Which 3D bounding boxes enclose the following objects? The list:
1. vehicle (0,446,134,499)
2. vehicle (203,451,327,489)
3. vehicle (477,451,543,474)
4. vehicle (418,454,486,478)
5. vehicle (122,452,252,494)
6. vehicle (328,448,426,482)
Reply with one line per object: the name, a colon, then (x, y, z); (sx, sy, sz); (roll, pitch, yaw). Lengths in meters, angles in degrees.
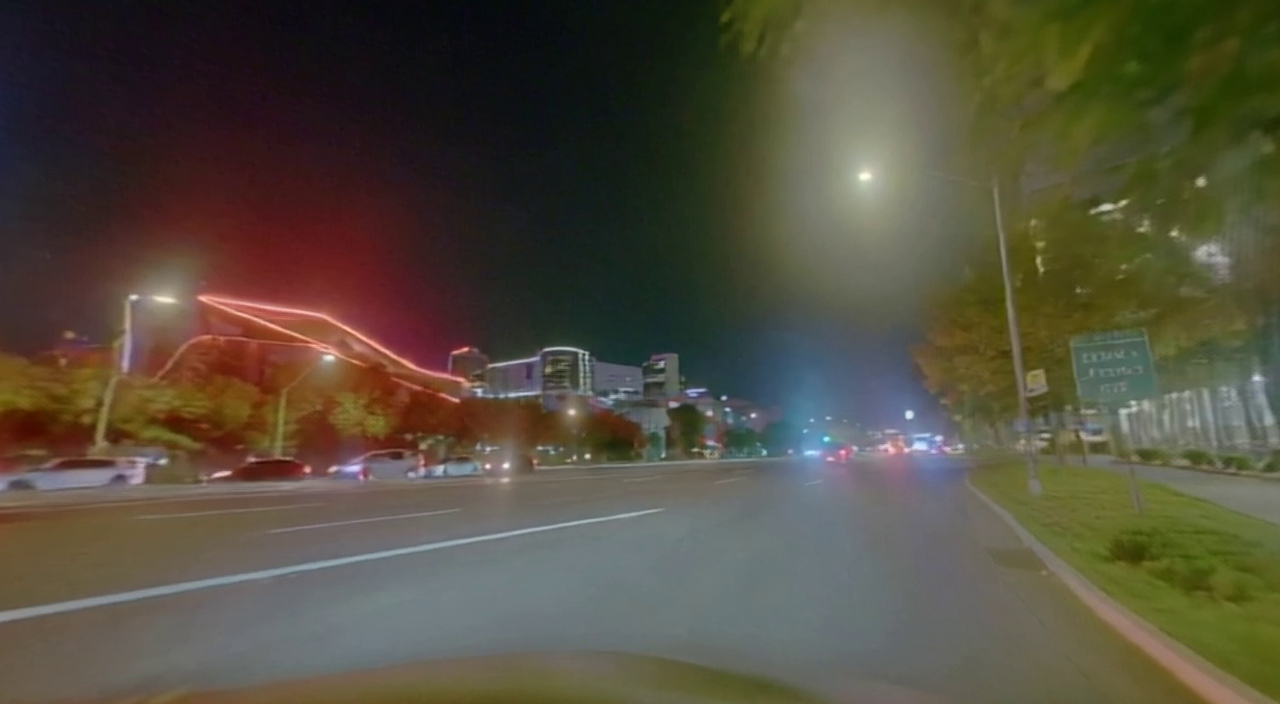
vehicle: (-21.102, 4.298, 22.323); (2.033, 1.625, 4.467); (-11, -15, 28)
vehicle: (-17.206, 5.382, 29.258); (1.842, 1.582, 4.513); (-5, -10, 29)
vehicle: (-8.972, 7.637, 43.991); (1.872, 1.493, 4.724); (-5, -10, 29)
vehicle: (-12.958, 7.849, 43.770); (1.867, 1.540, 4.423); (-5, -10, 29)
vehicle: (-20.952, 5.562, 29.432); (2.002, 1.711, 4.360); (-5, -10, 27)
vehicle: (-14.332, 6.135, 34.687); (1.926, 1.681, 4.727); (-5, -10, 29)
